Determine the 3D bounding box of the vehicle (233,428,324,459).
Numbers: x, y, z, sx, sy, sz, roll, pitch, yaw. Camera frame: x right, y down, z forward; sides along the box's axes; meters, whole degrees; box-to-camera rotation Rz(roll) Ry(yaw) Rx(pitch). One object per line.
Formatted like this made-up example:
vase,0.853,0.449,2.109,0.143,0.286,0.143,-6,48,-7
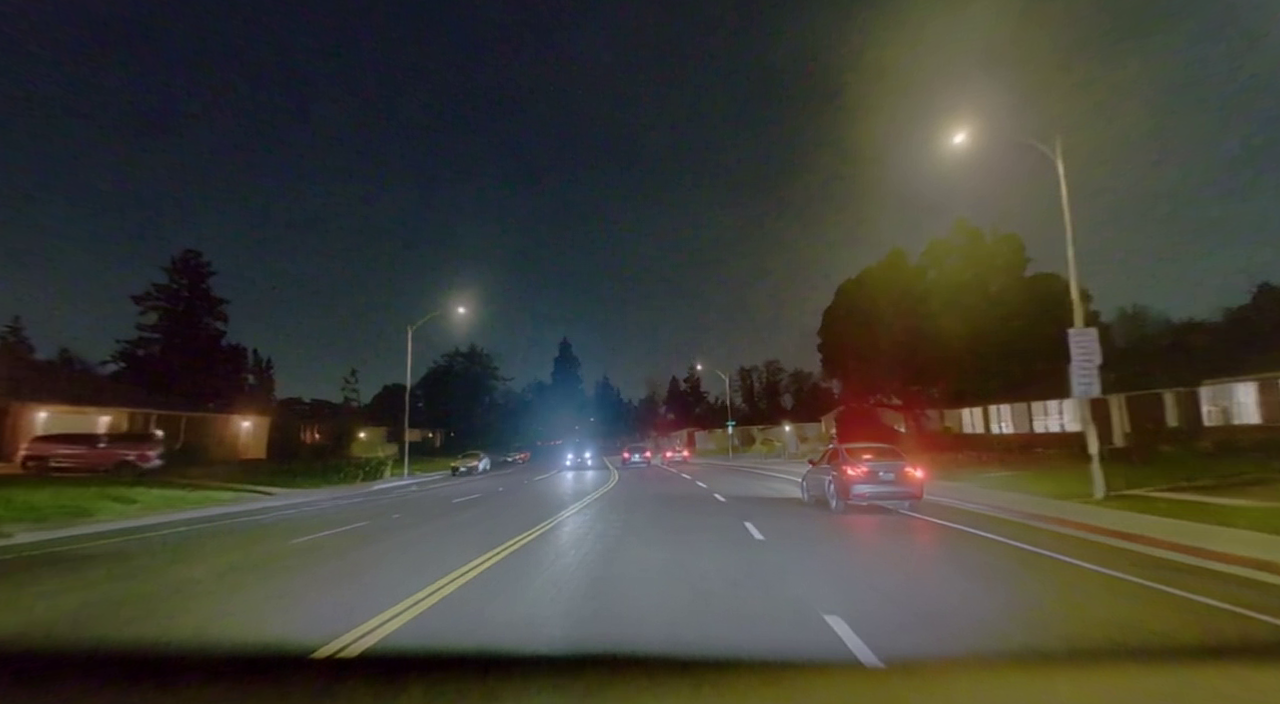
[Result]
vehicle,-23.979,6.090,41.980,4.772,1.877,2.038,0,-8,-10

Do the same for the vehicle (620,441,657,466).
vehicle,-0.147,7.146,44.639,2.106,1.667,4.367,1,-8,-7

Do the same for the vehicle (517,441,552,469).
vehicle,-7.234,7.102,43.703,2.075,1.822,5.096,1,-8,-6

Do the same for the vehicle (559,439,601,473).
vehicle,-3.239,5.673,34.738,2.081,1.721,4.228,0,-8,-3

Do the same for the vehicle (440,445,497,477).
vehicle,-9.841,6.263,36.556,2.038,1.690,4.825,0,-8,-2

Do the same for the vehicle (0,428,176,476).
vehicle,-19.150,3.484,22.011,4.377,1.570,1.871,0,-8,0

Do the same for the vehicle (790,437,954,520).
vehicle,4.821,2.667,13.894,1.934,1.506,4.282,0,-8,-1
